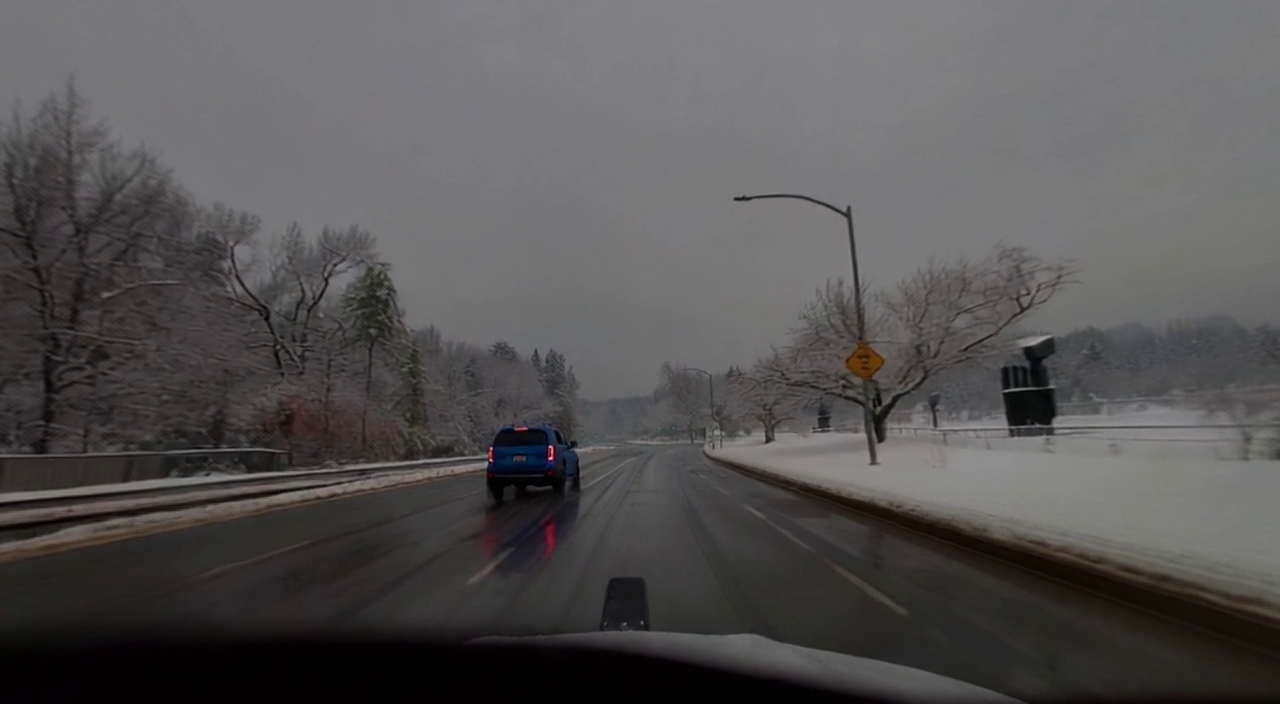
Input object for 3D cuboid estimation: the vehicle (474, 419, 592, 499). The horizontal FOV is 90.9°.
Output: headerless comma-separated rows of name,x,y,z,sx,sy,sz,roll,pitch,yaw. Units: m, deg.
vehicle,-2.678,2.824,17.080,2.160,1.855,4.695,-1,-8,3
